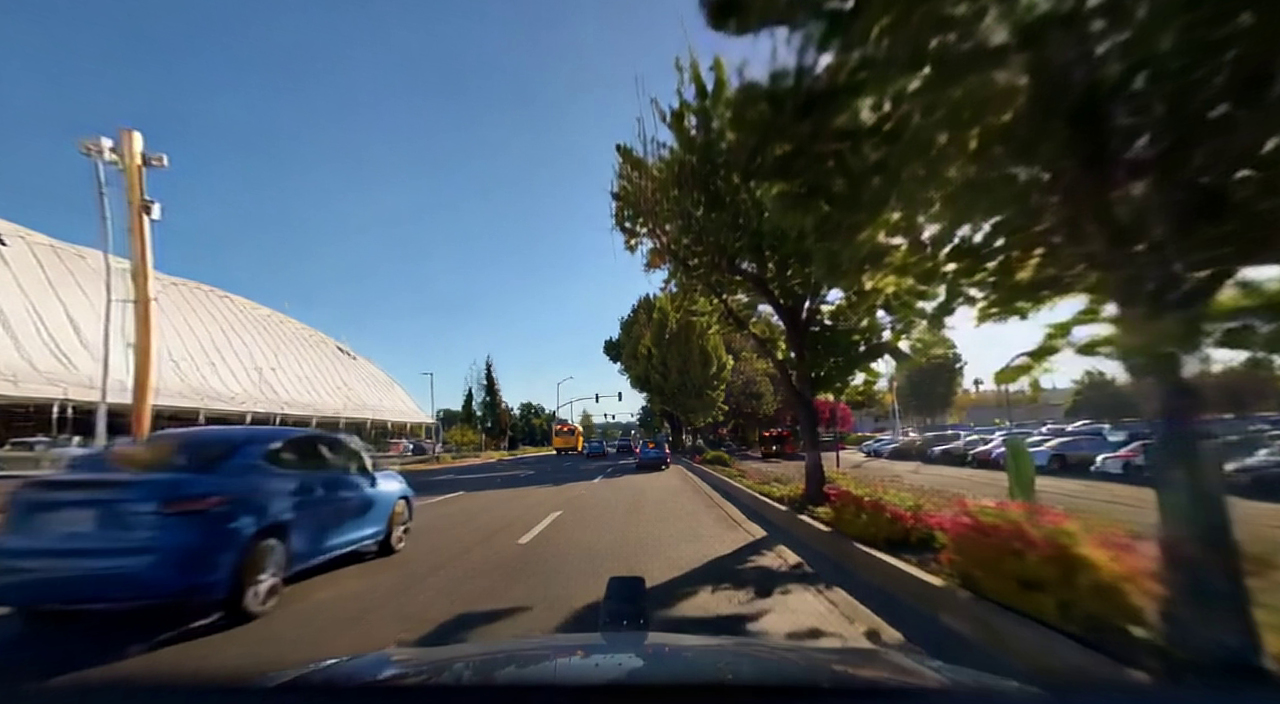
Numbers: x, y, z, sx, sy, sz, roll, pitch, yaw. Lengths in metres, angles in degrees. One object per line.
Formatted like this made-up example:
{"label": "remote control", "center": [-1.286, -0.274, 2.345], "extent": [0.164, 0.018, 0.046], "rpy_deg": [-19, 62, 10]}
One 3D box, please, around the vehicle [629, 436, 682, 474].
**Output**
{"label": "vehicle", "center": [0.592, 4.446, 27.377], "extent": [2.123, 1.498, 4.226], "rpy_deg": [0, -9, 0]}

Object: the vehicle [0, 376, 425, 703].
{"label": "vehicle", "center": [-3.629, 1.252, 5.269], "extent": [2.148, 1.636, 4.199], "rpy_deg": [0, -9, 0]}

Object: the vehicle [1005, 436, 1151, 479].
{"label": "vehicle", "center": [19.019, 4.603, 27.878], "extent": [2.229, 1.661, 5.991], "rpy_deg": [0, -9, 1]}

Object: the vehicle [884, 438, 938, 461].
{"label": "vehicle", "center": [19.150, 6.926, 44.750], "extent": [1.826, 1.532, 4.290], "rpy_deg": [0, -9, -1]}

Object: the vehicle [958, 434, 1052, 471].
{"label": "vehicle", "center": [19.005, 5.270, 33.156], "extent": [1.965, 1.749, 4.838], "rpy_deg": [0, -9, -1]}

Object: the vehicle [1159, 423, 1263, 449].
{"label": "vehicle", "center": [33.202, 4.914, 36.752], "extent": [4.215, 1.462, 1.883], "rpy_deg": [0, -9, -1]}
